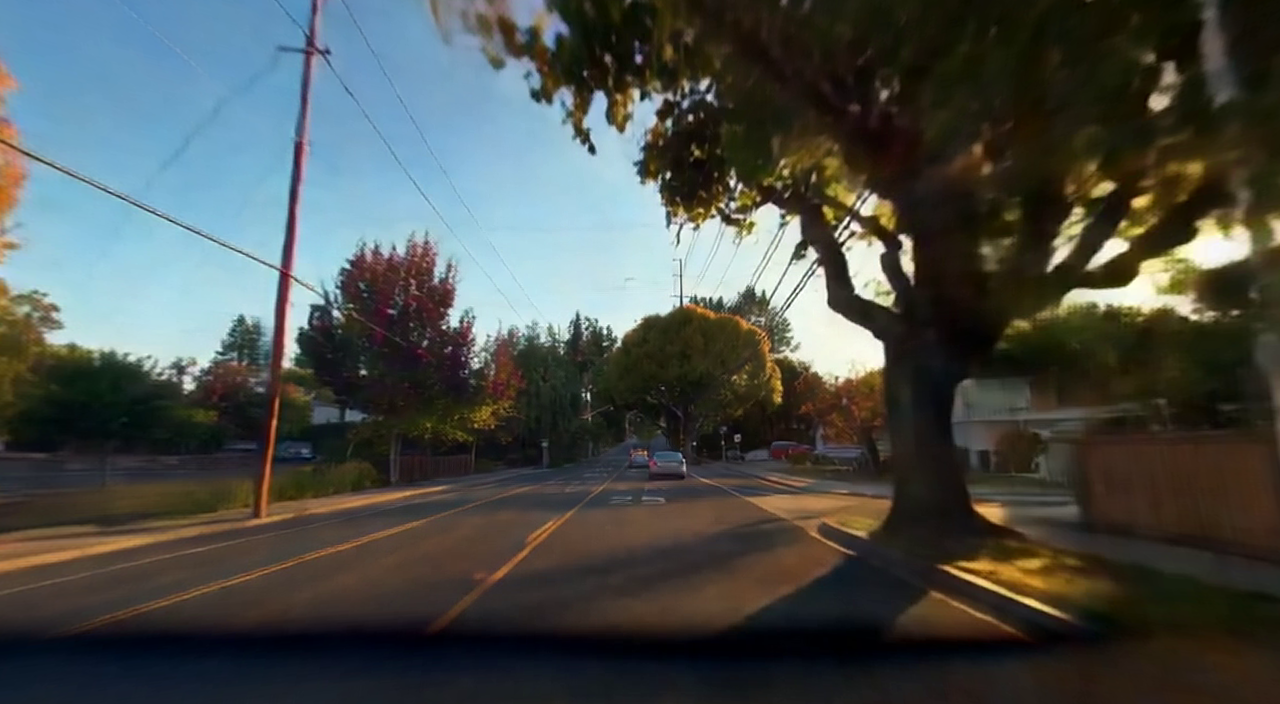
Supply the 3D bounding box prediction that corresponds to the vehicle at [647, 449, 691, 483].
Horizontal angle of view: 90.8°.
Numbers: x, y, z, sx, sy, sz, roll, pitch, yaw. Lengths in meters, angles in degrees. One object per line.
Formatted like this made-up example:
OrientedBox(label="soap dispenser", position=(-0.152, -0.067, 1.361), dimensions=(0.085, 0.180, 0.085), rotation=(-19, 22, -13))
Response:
OrientedBox(label="vehicle", position=(1.323, 5.472, 30.539), dimensions=(1.975, 1.497, 3.647), rotation=(0, -9, 1))
